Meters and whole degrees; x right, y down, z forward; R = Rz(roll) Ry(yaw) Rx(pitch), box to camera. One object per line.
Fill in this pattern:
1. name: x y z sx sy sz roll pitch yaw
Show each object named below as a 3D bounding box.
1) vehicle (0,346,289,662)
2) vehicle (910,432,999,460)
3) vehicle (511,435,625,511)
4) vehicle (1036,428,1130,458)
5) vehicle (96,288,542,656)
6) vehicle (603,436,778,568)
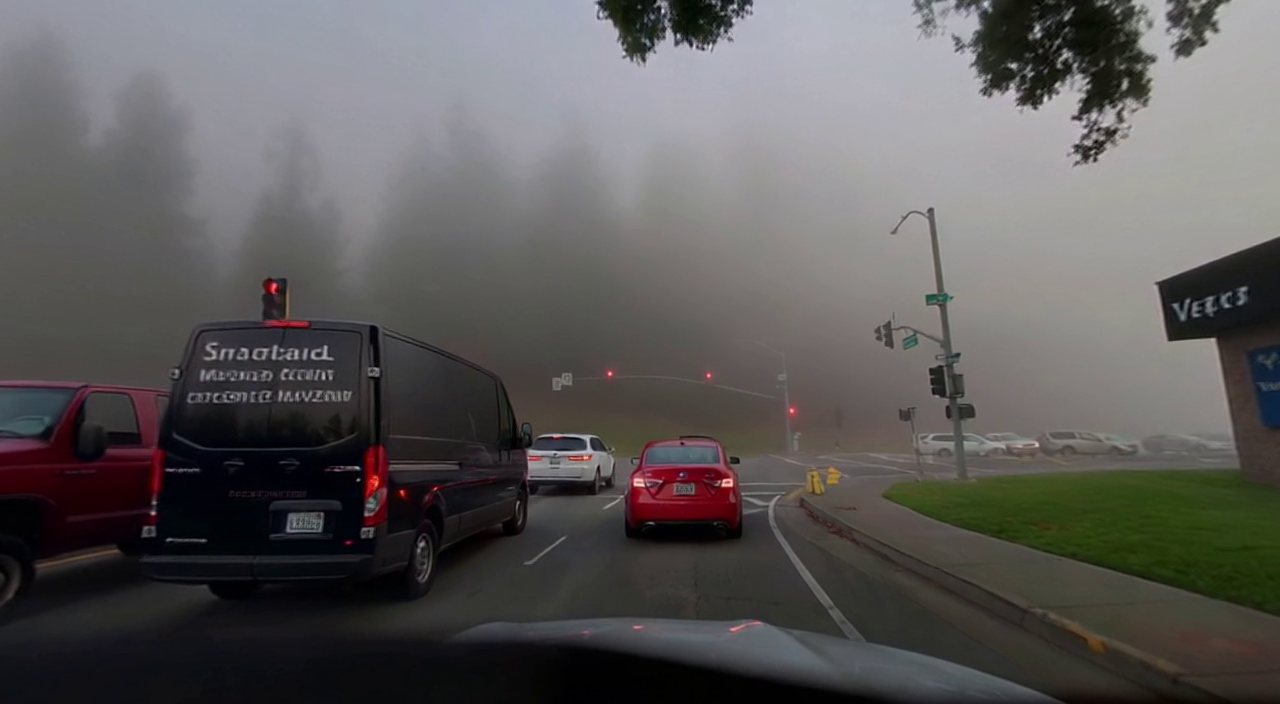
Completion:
1. vehicle: -5.966 1.306 5.843 2.352 2.333 5.197 0 -9 0
2. vehicle: 21.656 6.515 43.413 5.021 1.848 2.210 1 -9 -9
3. vehicle: -1.854 3.359 18.003 2.130 1.876 4.445 -1 -9 9
4. vehicle: 31.686 6.507 45.066 5.084 2.041 2.360 1 -9 -8
5. vehicle: -3.072 1.365 8.110 2.555 3.035 5.702 0 -9 1
6. vehicle: 0.935 2.379 10.880 2.398 1.773 4.254 -1 -9 7
